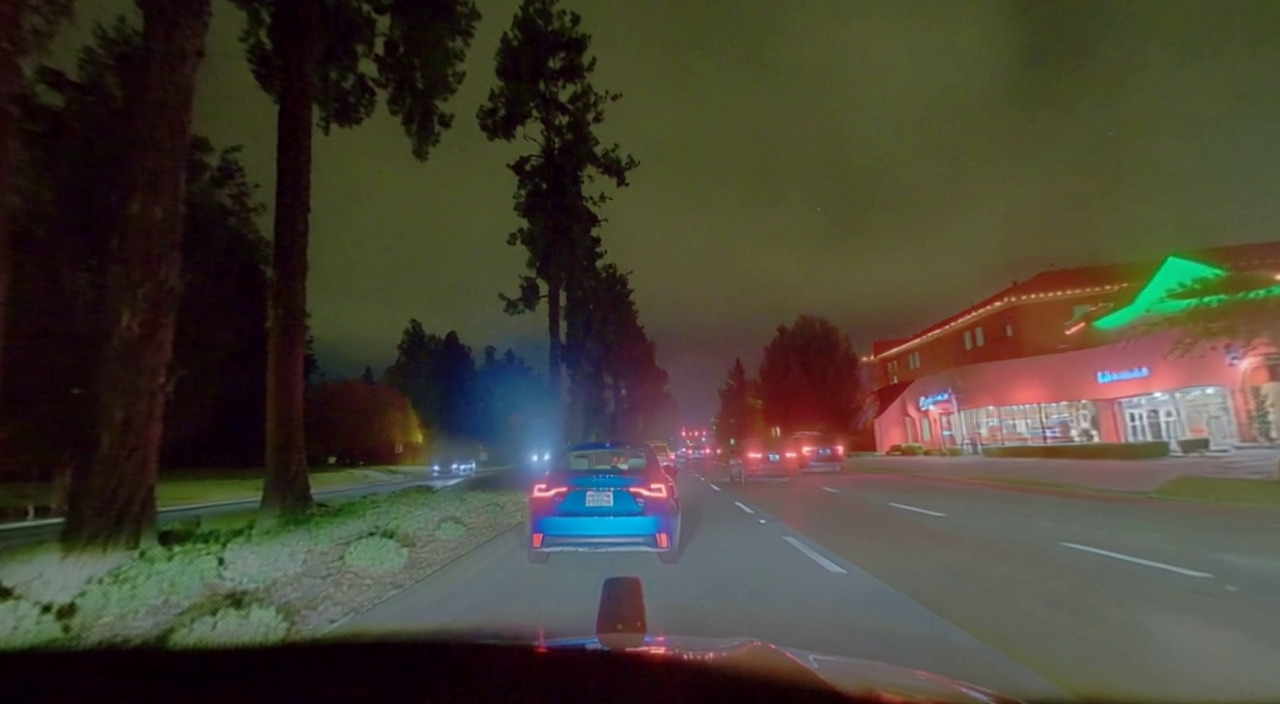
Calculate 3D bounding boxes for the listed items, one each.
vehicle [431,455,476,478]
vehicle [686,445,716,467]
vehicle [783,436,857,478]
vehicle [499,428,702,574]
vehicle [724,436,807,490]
[{"bbox_3d":[-13.647,8.407,46.280,1.900,1.508,4.459,0,-9,0],"label":"vehicle"},{"bbox_3d":[4.733,8.134,49.220,1.946,1.648,4.230,0,-9,0],"label":"vehicle"},{"bbox_3d":[7.978,4.709,28.345,2.064,1.747,4.372,0,-9,1],"label":"vehicle"},{"bbox_3d":[-0.394,1.861,8.617,2.111,1.506,4.018,0,-9,1],"label":"vehicle"},{"bbox_3d":[4.143,3.726,21.494,1.971,1.637,4.317,0,-9,1],"label":"vehicle"}]
